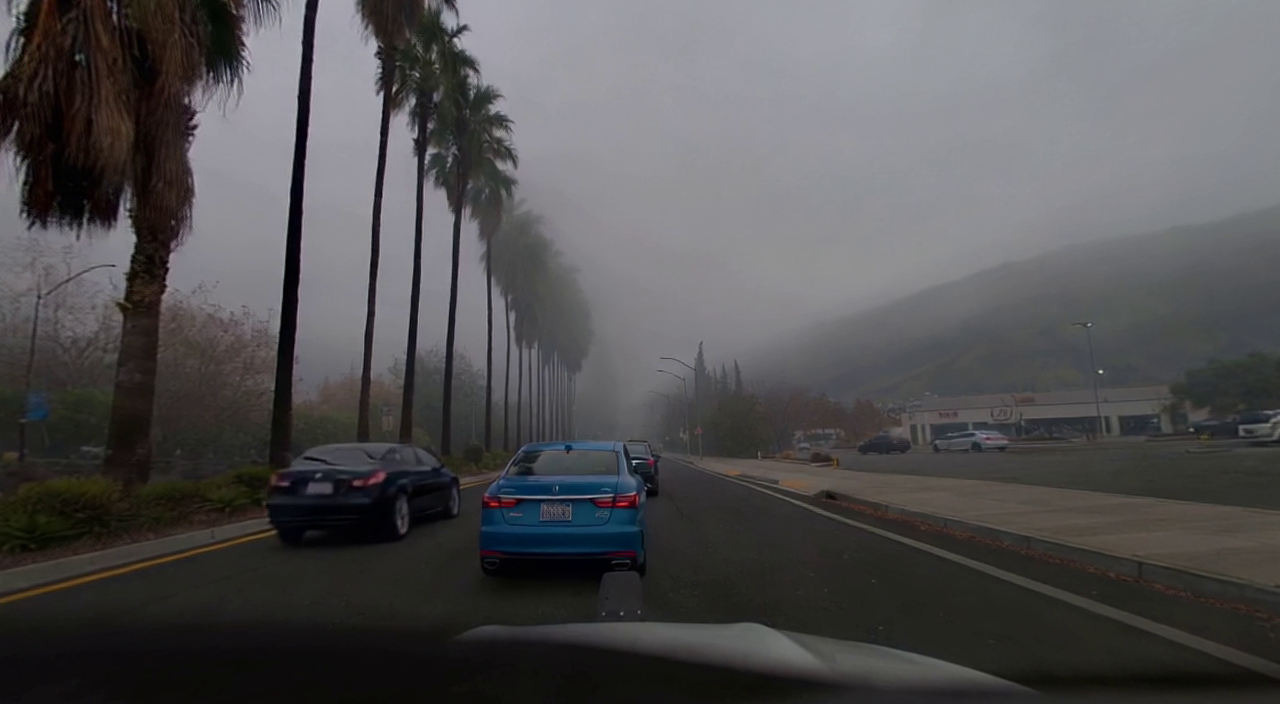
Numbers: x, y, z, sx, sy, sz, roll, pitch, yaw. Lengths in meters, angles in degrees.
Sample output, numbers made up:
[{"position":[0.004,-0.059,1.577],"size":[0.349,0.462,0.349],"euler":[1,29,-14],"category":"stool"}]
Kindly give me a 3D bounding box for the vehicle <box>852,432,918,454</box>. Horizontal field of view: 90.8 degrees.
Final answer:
[{"position":[19.237,7.198,49.800],"size":[1.925,1.652,4.490],"euler":[6,-10,-34],"category":"vehicle"}]

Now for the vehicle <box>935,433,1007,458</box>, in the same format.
[{"position":[21.331,6.011,40.694],"size":[4.640,1.526,1.961],"euler":[5,-10,-32],"category":"vehicle"}]

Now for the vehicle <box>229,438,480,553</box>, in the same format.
[{"position":[-4.353,2.244,10.774],"size":[1.964,1.466,5.009],"euler":[0,-8,0],"category":"vehicle"}]

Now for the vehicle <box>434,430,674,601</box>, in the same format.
[{"position":[-0.816,1.712,7.507],"size":[2.067,1.459,3.886],"euler":[0,-8,-2],"category":"vehicle"}]
